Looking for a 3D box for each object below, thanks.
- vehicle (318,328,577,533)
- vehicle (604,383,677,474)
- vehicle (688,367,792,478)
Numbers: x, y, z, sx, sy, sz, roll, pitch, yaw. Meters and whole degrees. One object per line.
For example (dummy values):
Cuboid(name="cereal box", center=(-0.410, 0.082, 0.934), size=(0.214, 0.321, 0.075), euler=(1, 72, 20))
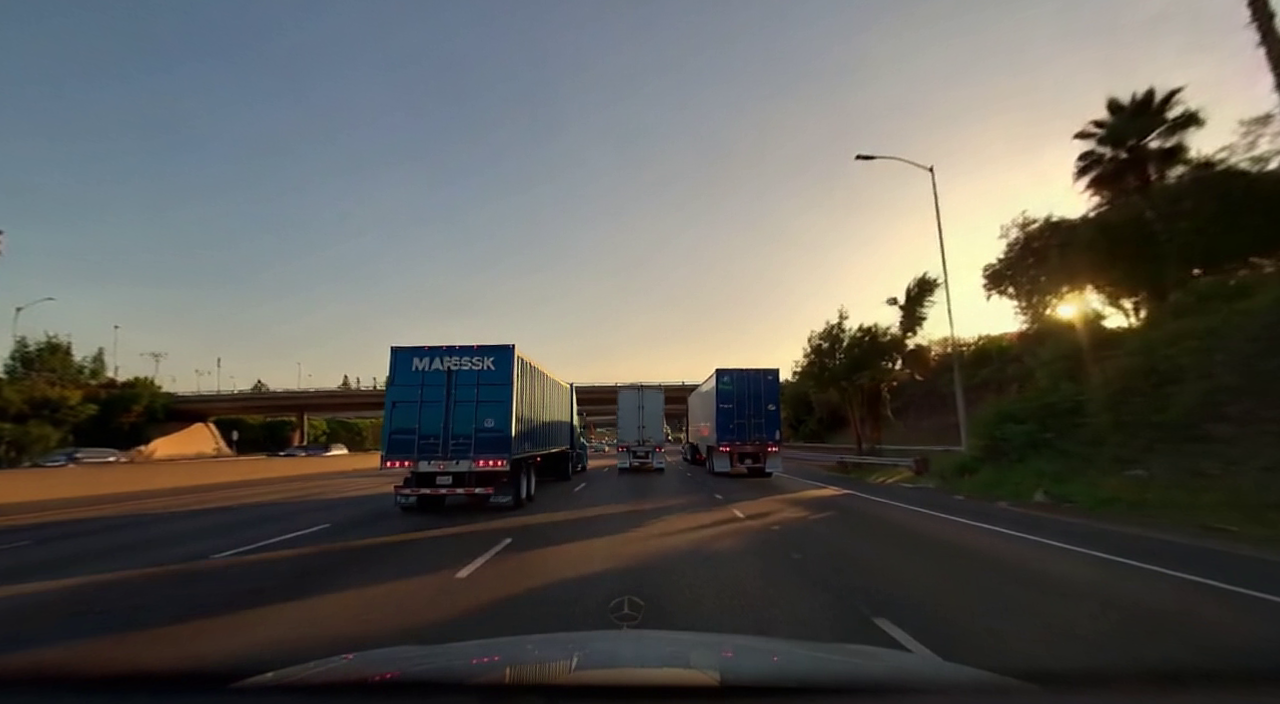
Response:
Cuboid(name="vehicle", center=(-3.560, 1.985, 15.481), size=(2.786, 3.228, 11.082), euler=(0, -8, 0))
Cuboid(name="vehicle", center=(0.166, 4.523, 35.911), size=(3.097, 3.856, 18.209), euler=(0, -8, 1))
Cuboid(name="vehicle", center=(4.310, 3.681, 31.096), size=(2.887, 4.178, 14.553), euler=(0, -8, 1))
